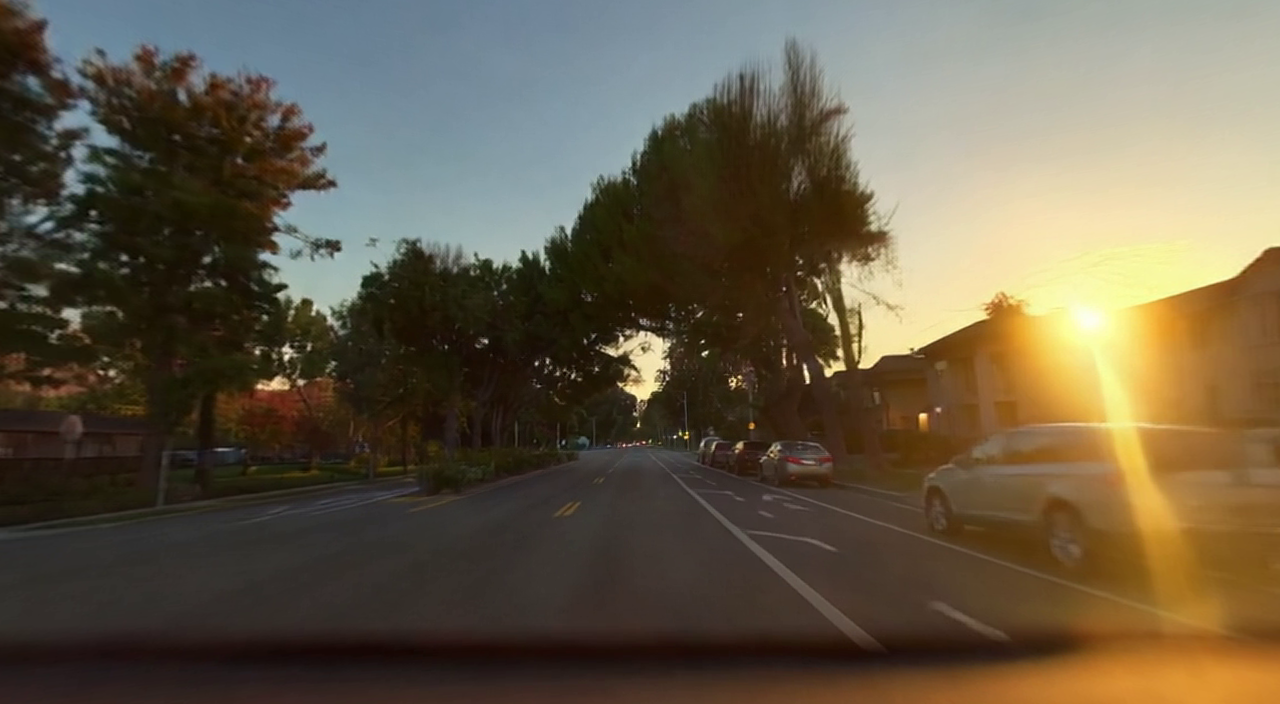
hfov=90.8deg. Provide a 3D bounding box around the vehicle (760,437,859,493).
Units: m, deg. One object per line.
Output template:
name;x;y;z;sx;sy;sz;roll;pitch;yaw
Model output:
vehicle;5.139;3.460;19.721;1.837;1.532;3.886;0;-8;-3

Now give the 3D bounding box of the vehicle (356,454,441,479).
vehicle;-15.868;7.540;41.714;4.826;1.491;2.086;0;-8;-3

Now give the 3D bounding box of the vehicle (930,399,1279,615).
vehicle;5.316;1.535;7.176;1.990;1.694;4.179;0;-8;-1

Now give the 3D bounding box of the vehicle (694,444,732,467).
vehicle;4.841;6.873;42.293;1.935;1.433;4.241;0;-8;-1
